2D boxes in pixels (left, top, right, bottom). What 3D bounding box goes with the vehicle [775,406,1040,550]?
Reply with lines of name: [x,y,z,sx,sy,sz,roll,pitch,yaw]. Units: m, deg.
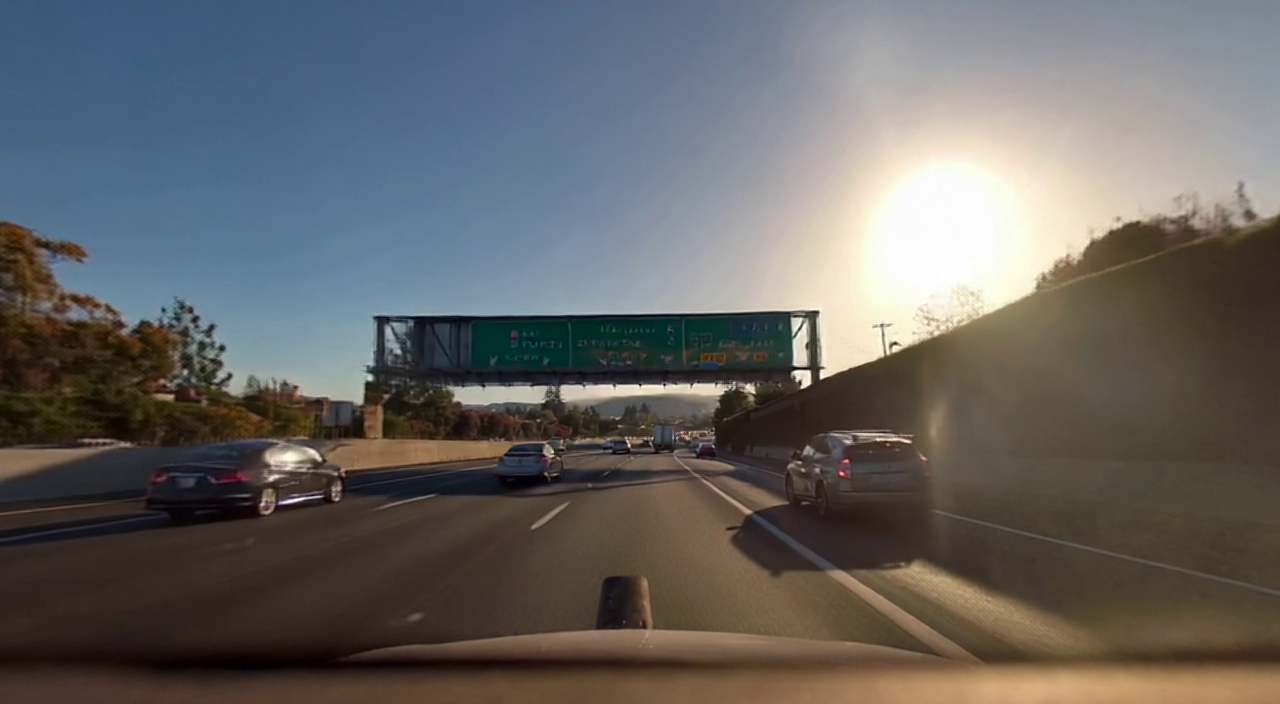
vehicle: [3.733,1.867,9.965,2.108,1.709,4.703,0,-9,0]

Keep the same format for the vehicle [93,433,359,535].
vehicle: [-7.041,2.258,11.354,1.909,1.482,4.140,0,-8,1]

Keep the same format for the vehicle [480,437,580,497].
vehicle: [-2.954,3.191,17.819,1.947,1.479,4.114,-1,-8,2]
